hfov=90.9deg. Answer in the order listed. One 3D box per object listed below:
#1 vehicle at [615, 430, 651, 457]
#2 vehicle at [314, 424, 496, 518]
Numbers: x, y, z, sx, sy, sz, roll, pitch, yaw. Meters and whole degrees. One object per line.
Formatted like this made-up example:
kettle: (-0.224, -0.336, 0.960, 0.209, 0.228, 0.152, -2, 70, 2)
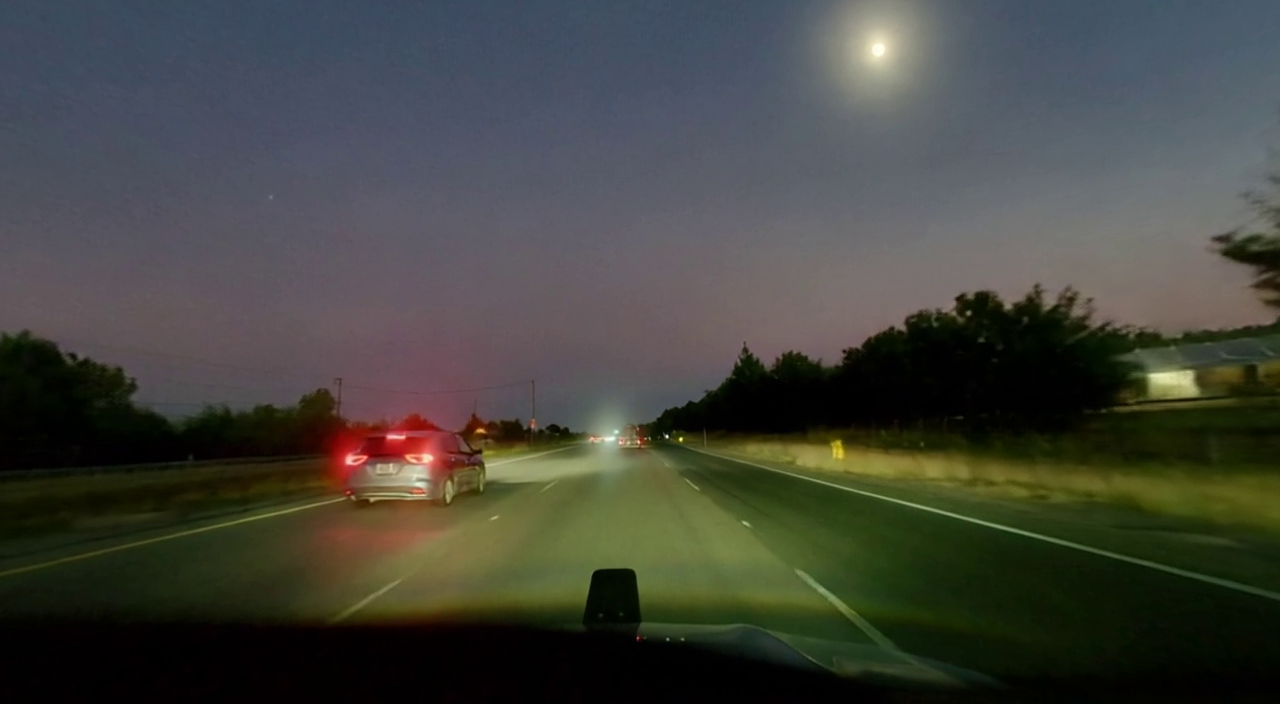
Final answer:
vehicle: (-0.462, 5.857, 40.332, 2.162, 1.616, 4.242, 0, -8, -1)
vehicle: (-4.220, 2.180, 12.135, 1.931, 1.483, 4.105, 0, -8, 0)
